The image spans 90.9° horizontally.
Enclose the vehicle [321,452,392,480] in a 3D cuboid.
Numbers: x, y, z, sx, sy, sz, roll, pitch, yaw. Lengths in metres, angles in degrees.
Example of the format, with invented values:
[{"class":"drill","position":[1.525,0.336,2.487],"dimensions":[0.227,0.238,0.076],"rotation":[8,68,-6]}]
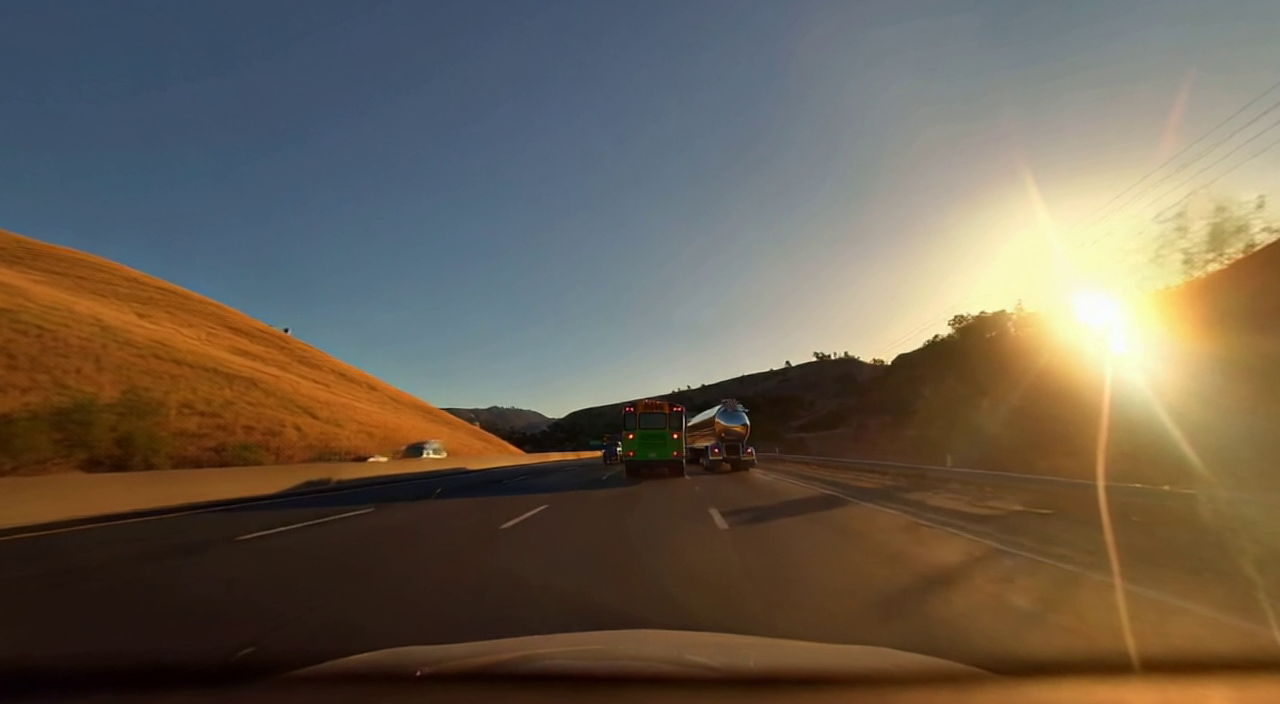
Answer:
[{"class":"vehicle","position":[-16.519,6.656,37.030],"dimensions":[1.881,1.485,4.433],"rotation":[0,-8,3]}]

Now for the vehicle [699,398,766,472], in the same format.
[{"class":"vehicle","position":[5.012,4.702,35.489],"dimensions":[2.716,3.705,7.018],"rotation":[0,-8,1]}]

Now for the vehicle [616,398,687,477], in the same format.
[{"class":"vehicle","position":[0.710,4.348,31.635],"dimensions":[2.948,3.265,10.569],"rotation":[0,-8,3]}]
